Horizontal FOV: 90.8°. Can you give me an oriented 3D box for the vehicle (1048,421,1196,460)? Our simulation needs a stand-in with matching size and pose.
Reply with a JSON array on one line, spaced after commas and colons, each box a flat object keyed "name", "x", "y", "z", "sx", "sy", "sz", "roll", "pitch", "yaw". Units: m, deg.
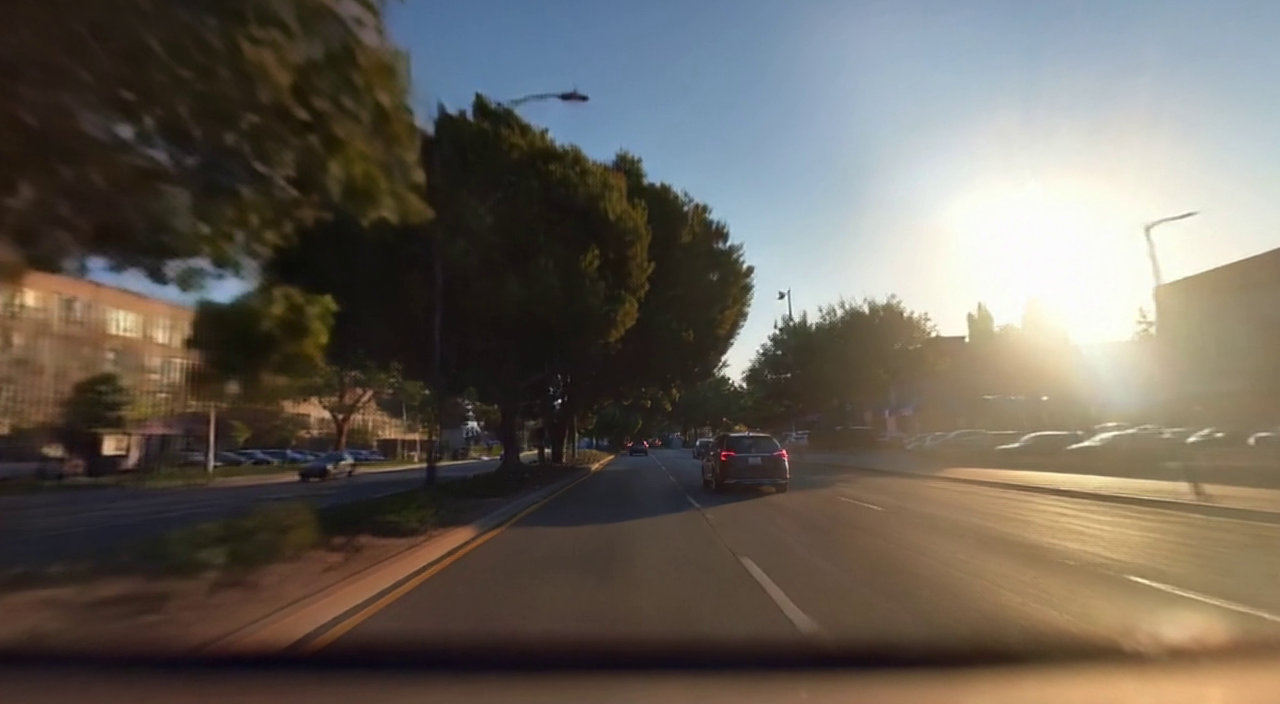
[{"name": "vehicle", "x": 19.862, "y": 3.682, "z": 26.204, "sx": 4.518, "sy": 1.501, "sz": 1.902, "roll": 0, "pitch": -8, "yaw": 0}]

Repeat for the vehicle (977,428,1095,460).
[{"name": "vehicle", "x": 19.143, "y": 4.451, "z": 30.676, "sx": 4.418, "sy": 1.461, "sz": 2.002, "roll": 0, "pitch": -8, "yaw": -2}]

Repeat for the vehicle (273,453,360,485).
[{"name": "vehicle", "x": -16.394, "y": 5.935, "z": 32.315, "sx": 1.955, "sy": 1.428, "sz": 4.606, "roll": 0, "pitch": -8, "yaw": 0}]

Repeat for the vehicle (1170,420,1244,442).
[{"name": "vehicle", "x": 40.155, "y": 5.665, "z": 44.856, "sx": 1.716, "sy": 1.456, "sz": 3.683, "roll": 0, "pitch": -8, "yaw": -1}]

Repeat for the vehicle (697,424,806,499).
[{"name": "vehicle", "x": 2.714, "y": 2.800, "z": 16.464, "sx": 1.963, "sy": 1.677, "sz": 4.229, "roll": 0, "pitch": -8, "yaw": -1}]

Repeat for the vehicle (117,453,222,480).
[{"name": "vehicle", "x": -29.851, "y": 7.272, "z": 40.213, "sx": 4.941, "sy": 1.444, "sz": 2.122, "roll": -2, "pitch": -8, "yaw": -3}]

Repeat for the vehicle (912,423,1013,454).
[{"name": "vehicle", "x": 19.679, "y": 5.333, "z": 38.746, "sx": 4.975, "sy": 1.786, "sz": 2.223, "roll": -1, "pitch": -8, "yaw": 4}]
